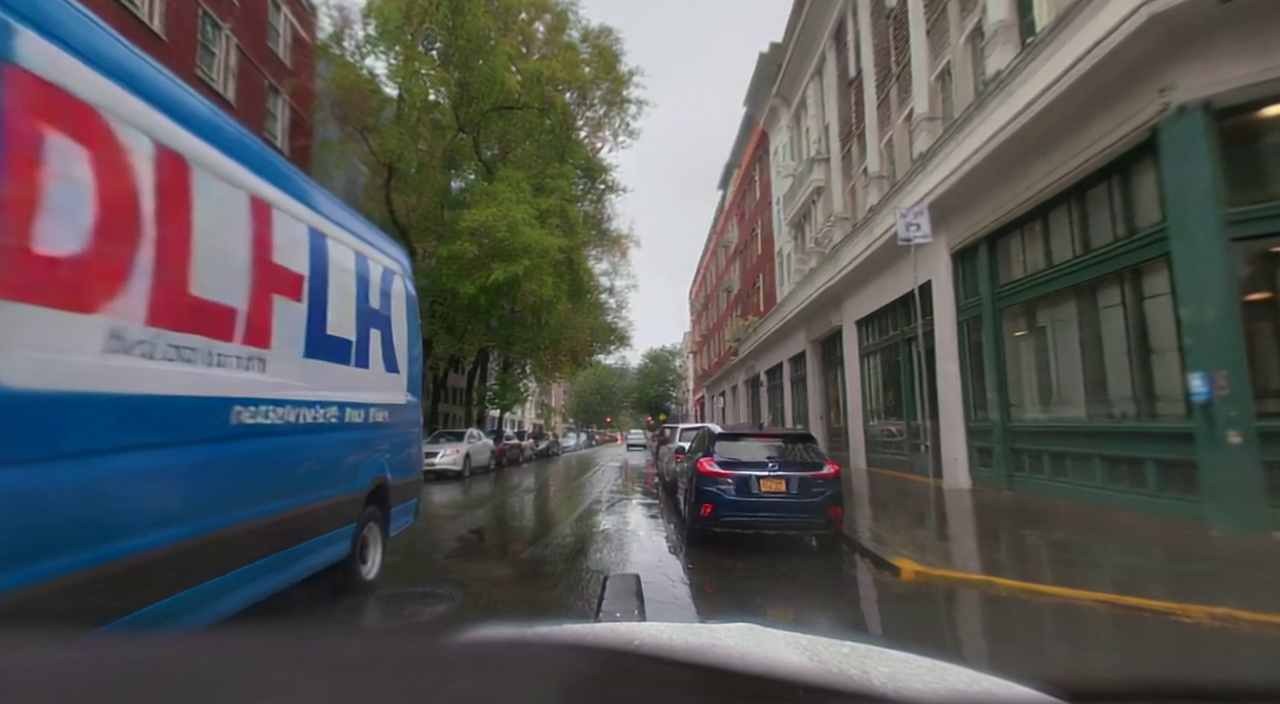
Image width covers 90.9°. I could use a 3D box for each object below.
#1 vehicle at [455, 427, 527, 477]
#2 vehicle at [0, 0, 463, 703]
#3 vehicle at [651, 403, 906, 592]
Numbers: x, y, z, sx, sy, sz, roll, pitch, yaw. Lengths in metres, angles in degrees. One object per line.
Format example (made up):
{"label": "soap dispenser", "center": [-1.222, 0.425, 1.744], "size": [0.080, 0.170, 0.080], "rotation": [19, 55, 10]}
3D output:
{"label": "vehicle", "center": [-5.826, 3.908, 25.201], "size": [1.859, 1.508, 4.144], "rotation": [2, -3, 0]}
{"label": "vehicle", "center": [-3.200, 0.126, 3.599], "size": [2.558, 3.014, 7.101], "rotation": [0, -9, -2]}
{"label": "vehicle", "center": [1.137, 1.468, 7.366], "size": [1.925, 1.481, 4.653], "rotation": [0, -8, 0]}
